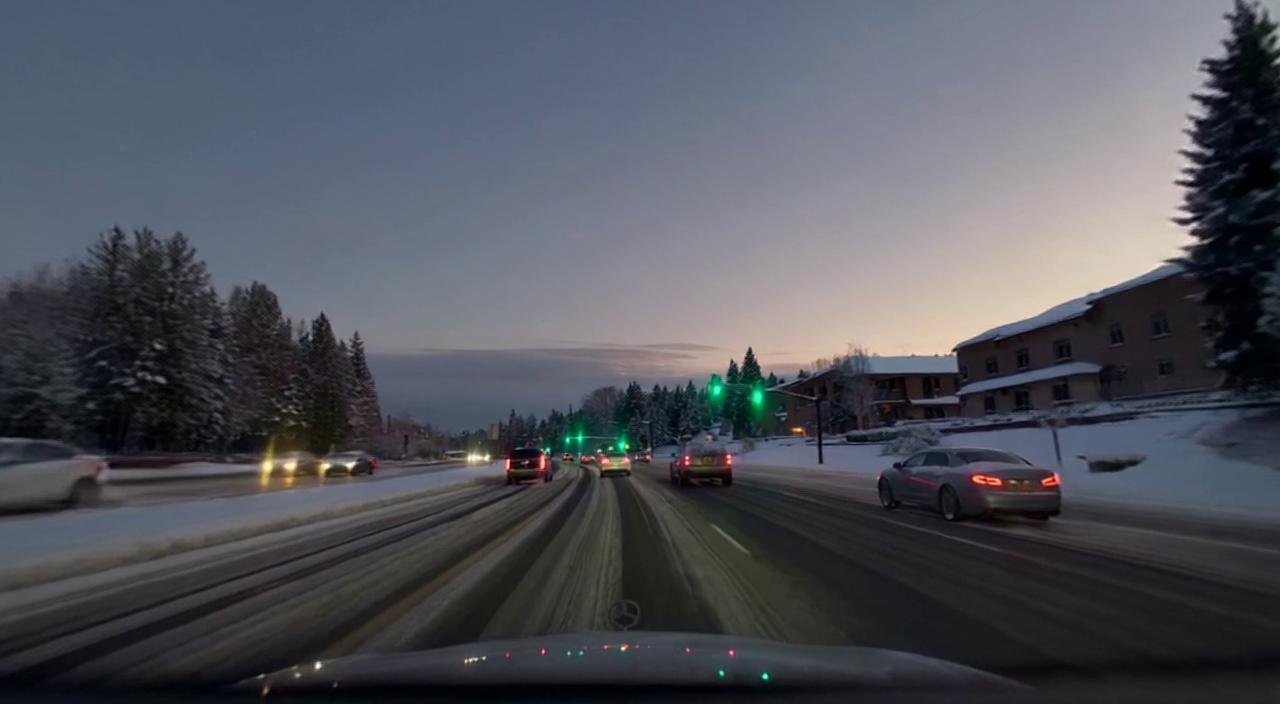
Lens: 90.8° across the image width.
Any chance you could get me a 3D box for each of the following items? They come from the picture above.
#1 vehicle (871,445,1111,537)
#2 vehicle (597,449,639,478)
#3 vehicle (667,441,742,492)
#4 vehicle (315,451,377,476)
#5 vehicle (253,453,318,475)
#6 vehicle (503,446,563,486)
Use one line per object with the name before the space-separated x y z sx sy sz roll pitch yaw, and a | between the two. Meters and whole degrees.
vehicle | 6.281 2.489 12.044 1.945 1.408 4.288 0 -9 -3
vehicle | -1.312 6.231 35.472 2.155 1.486 4.403 1 -9 -4
vehicle | 2.333 4.287 24.041 2.161 1.716 4.194 1 -9 -4
vehicle | -19.310 7.305 41.716 1.918 1.469 4.780 0 -9 -2
vehicle | -25.606 8.063 45.806 2.016 1.475 4.706 0 -9 0
vehicle | -4.744 5.099 28.576 2.172 1.671 4.175 0 -9 -3
